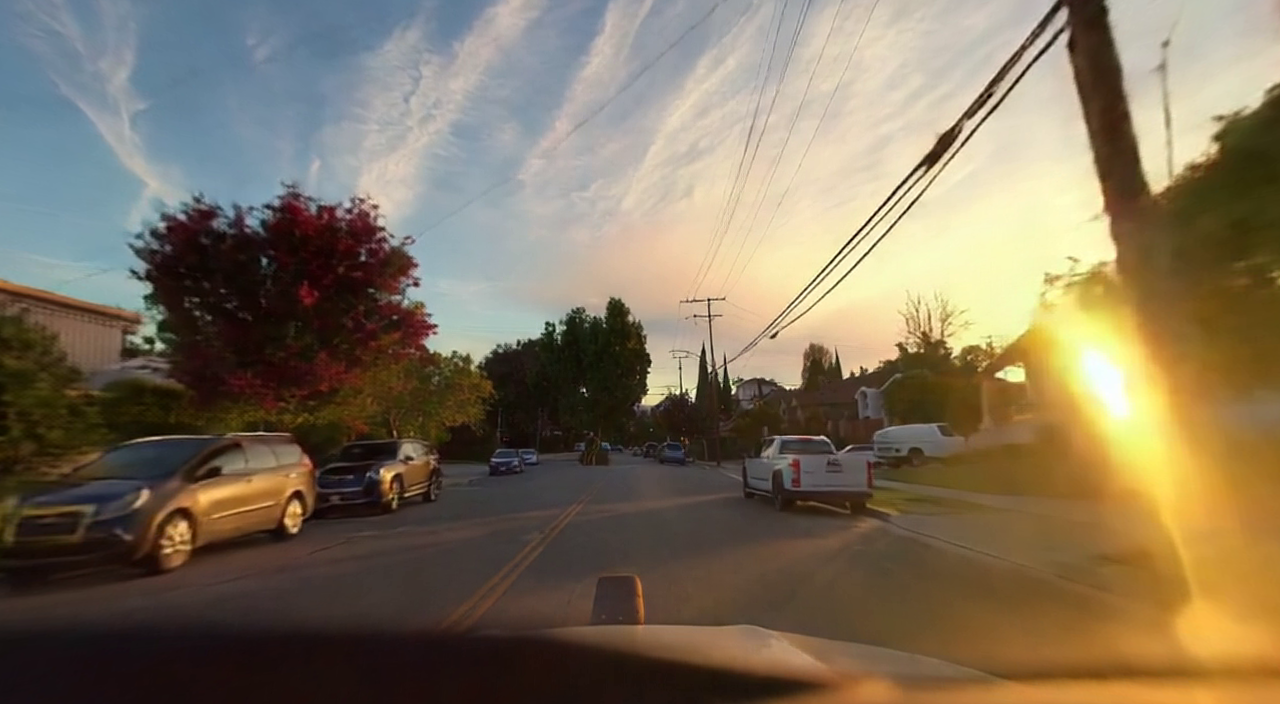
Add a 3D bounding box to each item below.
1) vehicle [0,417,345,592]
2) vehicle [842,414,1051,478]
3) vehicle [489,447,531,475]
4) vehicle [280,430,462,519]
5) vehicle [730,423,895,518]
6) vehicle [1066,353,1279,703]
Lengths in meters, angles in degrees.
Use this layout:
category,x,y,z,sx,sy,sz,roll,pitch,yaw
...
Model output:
category,x,y,z,sx,sy,sz,roll,pitch,yaw
vehicle,-6.291,1.940,8.907,2.031,1.799,4.587,0,-9,0
vehicle,17.032,5.289,35.390,10.500,3.344,2.906,1,-9,-8
vehicle,-7.210,6.084,35.354,1.997,1.456,4.319,1,-9,-8
vehicle,-6.308,2.949,15.709,2.158,1.817,5.230,0,-9,0
vehicle,3.635,2.665,14.672,2.178,1.757,5.495,0,-9,-1
vehicle,3.742,0.749,1.874,1.889,1.736,4.185,0,-9,-2
